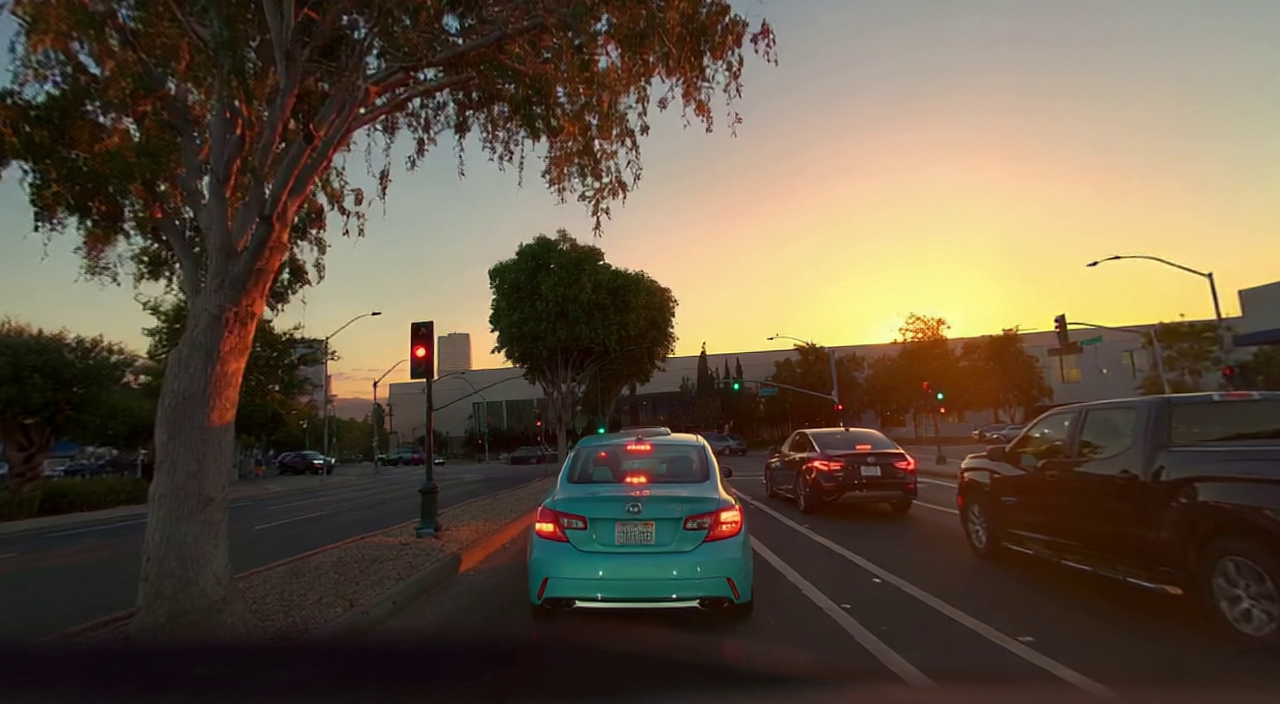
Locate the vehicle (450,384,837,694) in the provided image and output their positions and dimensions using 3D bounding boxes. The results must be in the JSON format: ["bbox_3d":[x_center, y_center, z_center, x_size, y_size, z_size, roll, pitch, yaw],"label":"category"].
[{"bbox_3d":[-0.014,1.312,5.521,2.116,1.677,3.948,0,-8,-1],"label":"vehicle"}]

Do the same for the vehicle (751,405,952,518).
[{"bbox_3d":[4.184,2.322,13.856,2.319,1.930,5.651,0,-8,-1],"label":"vehicle"}]

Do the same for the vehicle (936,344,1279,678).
[{"bbox_3d":[4.509,1.095,5.033,2.019,1.803,4.634,0,-8,0],"label":"vehicle"}]

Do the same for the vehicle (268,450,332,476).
[{"bbox_3d":[-24.069,7.833,44.852,1.798,1.706,4.385,-1,-8,6],"label":"vehicle"}]
